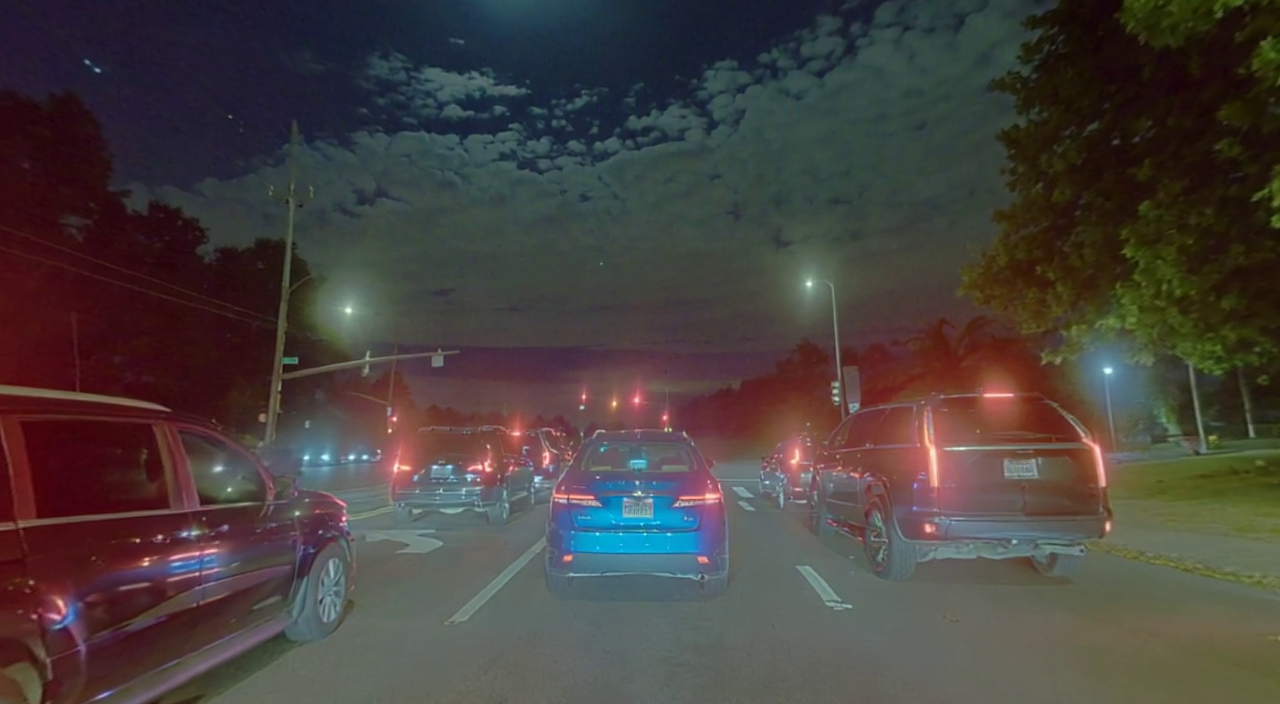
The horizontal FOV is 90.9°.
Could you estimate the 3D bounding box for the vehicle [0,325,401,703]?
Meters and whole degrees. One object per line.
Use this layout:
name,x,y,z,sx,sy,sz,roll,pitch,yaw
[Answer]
vehicle,-3.123,0.956,3.306,1.982,1.721,4.261,0,-8,1

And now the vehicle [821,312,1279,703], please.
vehicle,3.216,1.096,4.722,2.141,1.833,4.704,0,-8,-2

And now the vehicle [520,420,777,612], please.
vehicle,0.028,1.587,7.011,2.021,1.490,3.948,0,-8,-1

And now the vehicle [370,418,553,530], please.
vehicle,-3.184,2.300,12.444,2.117,1.772,4.619,0,-8,2
